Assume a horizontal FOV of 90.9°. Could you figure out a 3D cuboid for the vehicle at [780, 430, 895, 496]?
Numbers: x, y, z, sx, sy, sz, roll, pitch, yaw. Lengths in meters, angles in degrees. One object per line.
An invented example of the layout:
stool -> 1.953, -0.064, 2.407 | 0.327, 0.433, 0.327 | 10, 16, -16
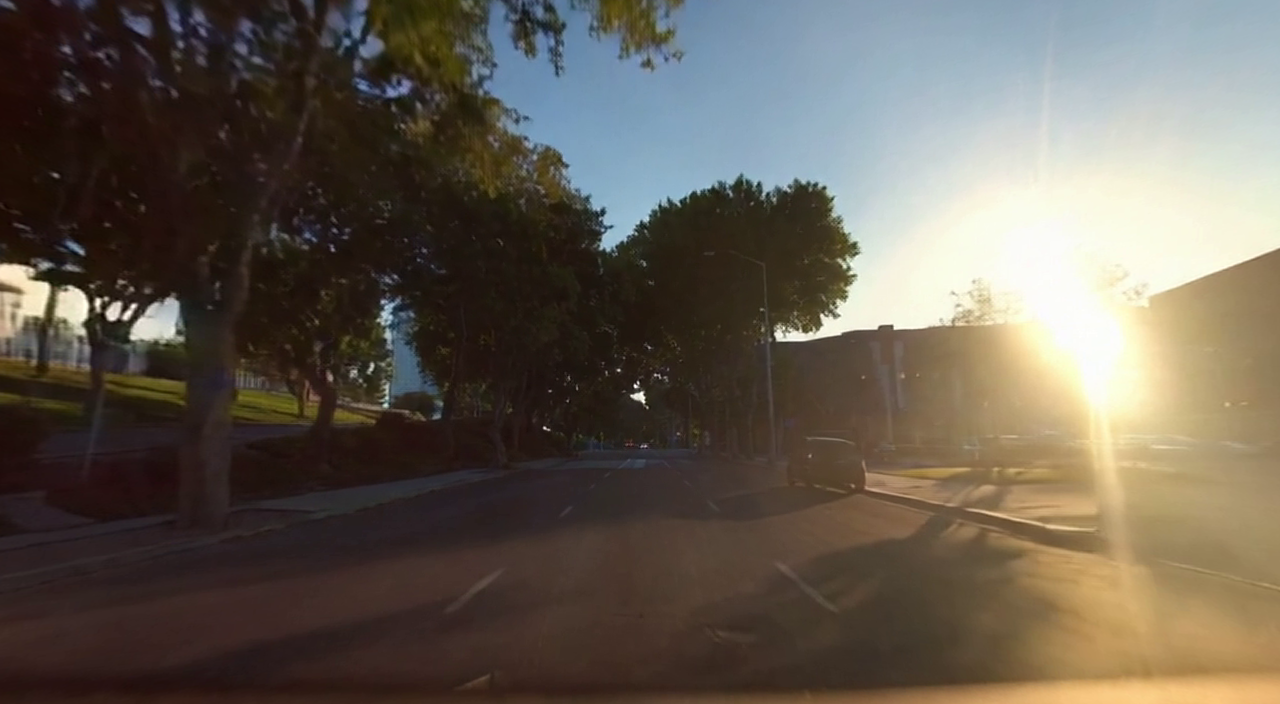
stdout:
vehicle -> 6.066, 3.466, 20.128 | 2.177, 1.788, 5.106 | 0, -8, 2
